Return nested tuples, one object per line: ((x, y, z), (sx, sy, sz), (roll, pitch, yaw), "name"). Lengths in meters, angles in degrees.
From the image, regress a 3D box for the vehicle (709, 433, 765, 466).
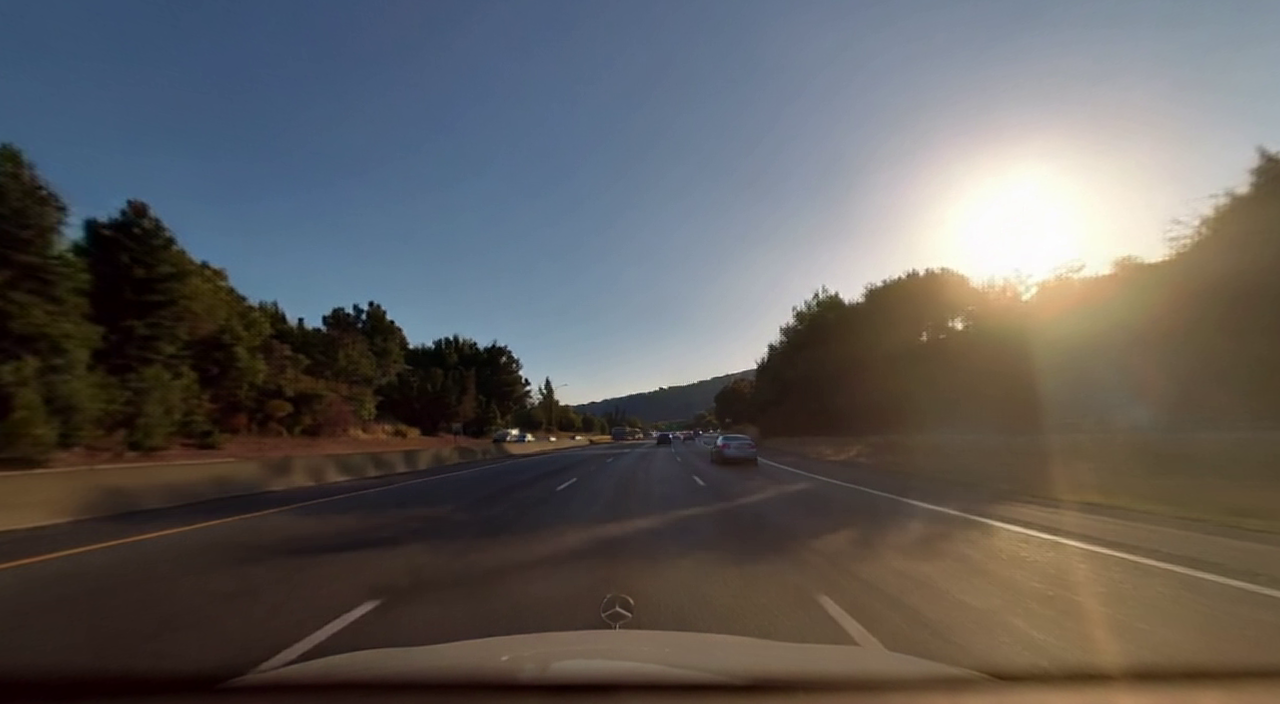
((4.494, 4.584, 29.778), (1.982, 1.452, 4.294), (0, -8, 0), "vehicle")
